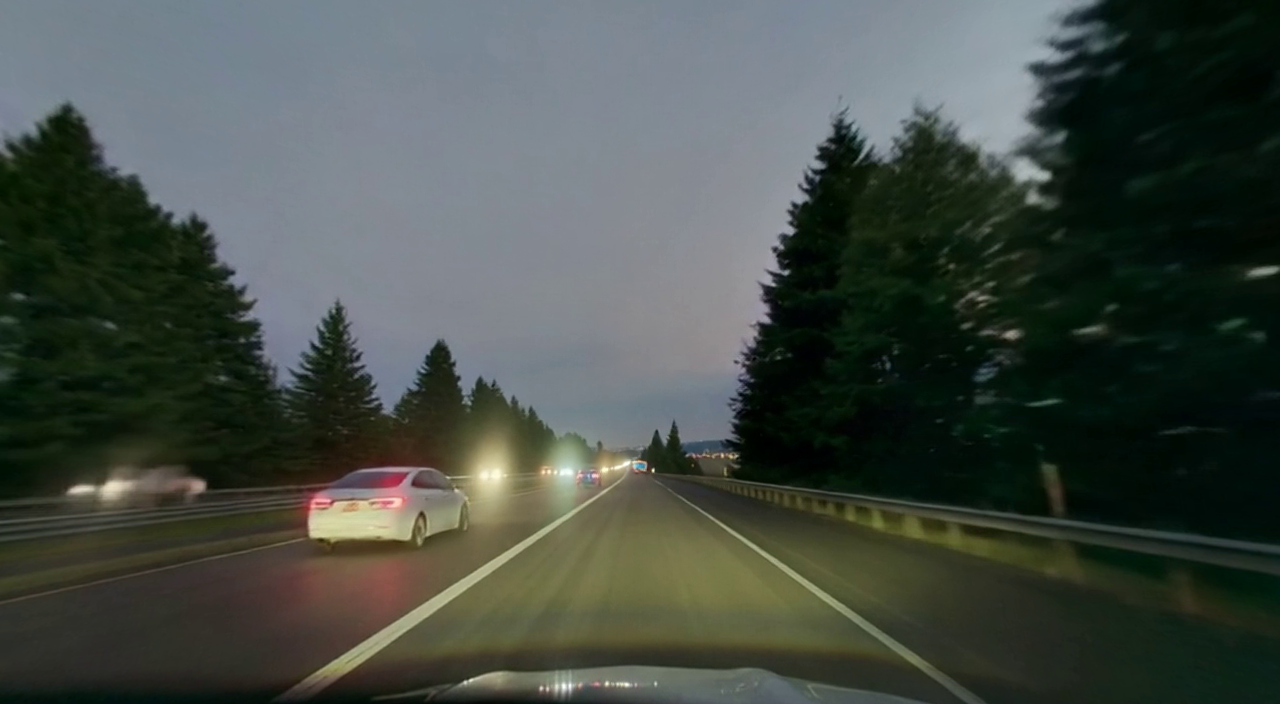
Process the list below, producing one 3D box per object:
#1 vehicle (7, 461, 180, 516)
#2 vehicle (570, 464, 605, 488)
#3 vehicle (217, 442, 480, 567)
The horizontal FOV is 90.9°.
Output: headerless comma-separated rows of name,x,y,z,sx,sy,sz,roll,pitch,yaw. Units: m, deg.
vehicle,-17.058,4.266,19.974,1.862,1.517,3.936,1,-11,0
vehicle,-3.555,8.590,43.752,2.006,1.516,4.820,1,-11,0
vehicle,-4.268,2.359,10.313,2.040,1.525,4.603,1,-11,1
